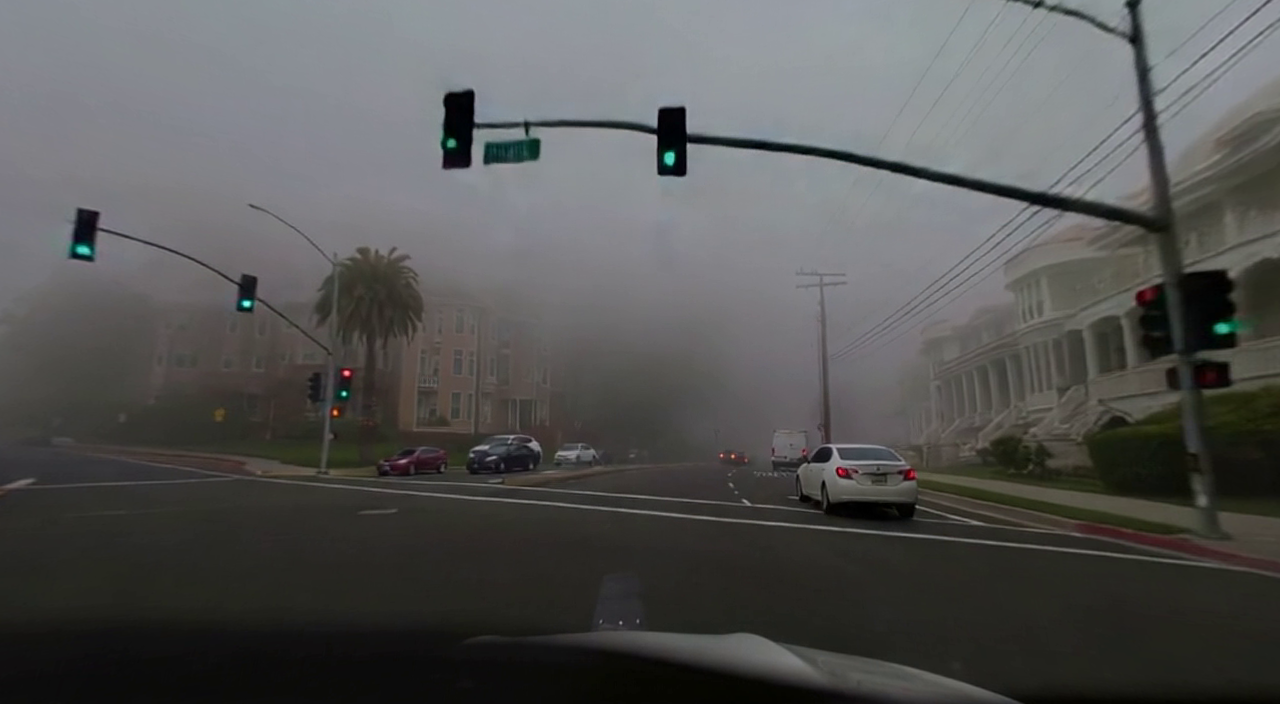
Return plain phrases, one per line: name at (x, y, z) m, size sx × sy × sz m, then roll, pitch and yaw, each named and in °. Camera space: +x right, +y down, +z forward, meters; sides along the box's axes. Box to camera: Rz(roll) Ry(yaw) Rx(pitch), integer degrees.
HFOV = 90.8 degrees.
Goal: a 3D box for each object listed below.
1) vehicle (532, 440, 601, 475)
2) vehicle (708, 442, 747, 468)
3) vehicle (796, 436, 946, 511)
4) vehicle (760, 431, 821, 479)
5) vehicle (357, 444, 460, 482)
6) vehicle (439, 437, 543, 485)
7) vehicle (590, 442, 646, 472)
vehicle at (-3.467, 5.074, 30.697) m, size 1.852 × 1.498 × 4.238 m, roll -5°, pitch -9°, yaw 15°
vehicle at (5.712, 6.615, 40.868) m, size 1.923 × 1.576 × 4.026 m, roll -2°, pitch -9°, yaw 16°
vehicle at (5.426, 2.901, 15.590) m, size 2.096 × 1.552 × 4.519 m, roll 0°, pitch -9°, yaw 2°
vehicle at (6.832, 4.724, 29.173) m, size 2.109 × 2.002 × 4.424 m, roll -1°, pitch -9°, yaw 5°
vehicle at (-9.030, 4.329, 25.005) m, size 1.891 × 1.358 × 3.828 m, roll -2°, pitch -9°, yaw 15°
vehicle at (-5.525, 4.081, 24.156) m, size 1.959 × 1.515 × 4.668 m, roll -2°, pitch -7°, yaw 13°
vehicle at (-1.314, 6.552, 39.731) m, size 2.081 × 1.453 × 4.698 m, roll -5°, pitch -7°, yaw 15°
